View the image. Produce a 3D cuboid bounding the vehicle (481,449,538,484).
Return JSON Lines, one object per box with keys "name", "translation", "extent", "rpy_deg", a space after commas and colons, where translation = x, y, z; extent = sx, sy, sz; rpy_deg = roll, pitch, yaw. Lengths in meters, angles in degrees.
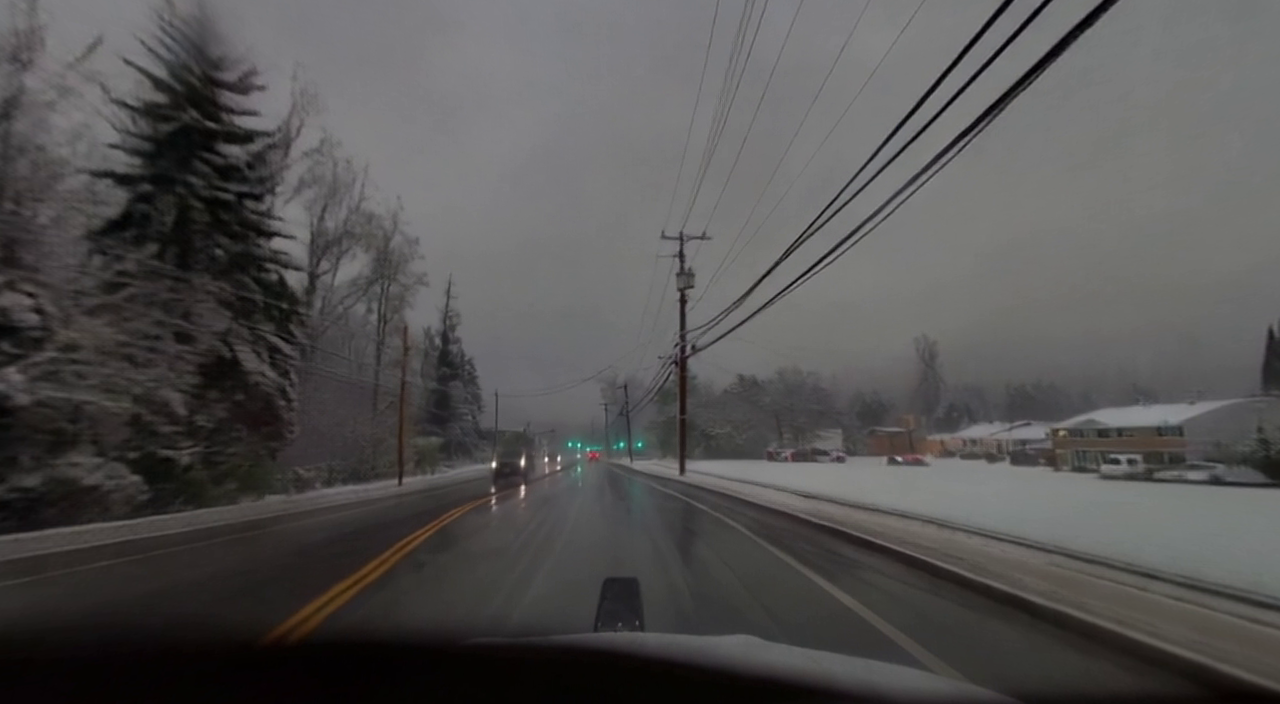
{"name": "vehicle", "translation": [-6.668, 5.874, 32.733], "extent": [2.121, 1.653, 4.510], "rpy_deg": [1, -8, -2]}
